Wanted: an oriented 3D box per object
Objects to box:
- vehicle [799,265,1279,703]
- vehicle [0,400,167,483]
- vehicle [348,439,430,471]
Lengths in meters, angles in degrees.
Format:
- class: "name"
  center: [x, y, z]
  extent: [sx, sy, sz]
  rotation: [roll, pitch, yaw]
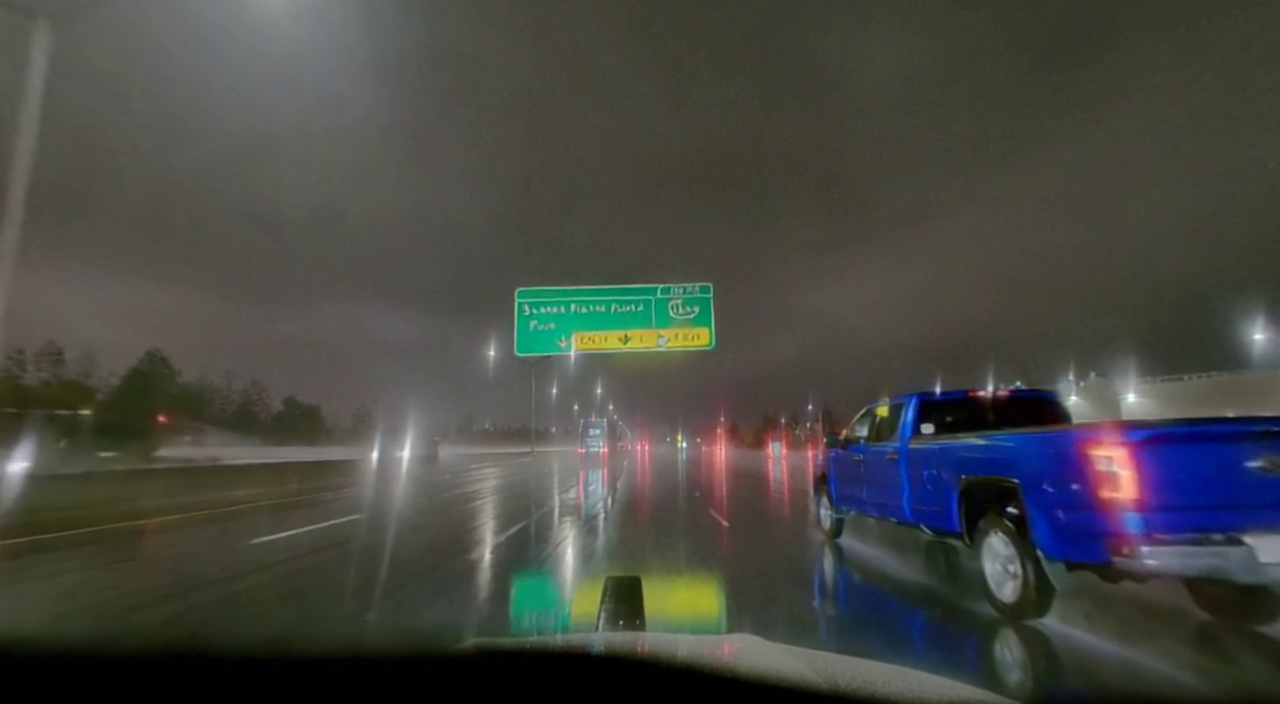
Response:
- class: "vehicle"
  center: [3.607, 1.080, 5.940]
  extent: [2.593, 2.110, 6.016]
  rotation: [0, -9, 0]
- class: "vehicle"
  center: [-28.979, 4.544, 31.593]
  extent: [3.075, 3.542, 9.318]
  rotation: [0, -9, 1]
- class: "vehicle"
  center: [-16.276, 6.714, 41.322]
  extent: [2.727, 1.919, 6.128]
  rotation: [0, -9, 1]
